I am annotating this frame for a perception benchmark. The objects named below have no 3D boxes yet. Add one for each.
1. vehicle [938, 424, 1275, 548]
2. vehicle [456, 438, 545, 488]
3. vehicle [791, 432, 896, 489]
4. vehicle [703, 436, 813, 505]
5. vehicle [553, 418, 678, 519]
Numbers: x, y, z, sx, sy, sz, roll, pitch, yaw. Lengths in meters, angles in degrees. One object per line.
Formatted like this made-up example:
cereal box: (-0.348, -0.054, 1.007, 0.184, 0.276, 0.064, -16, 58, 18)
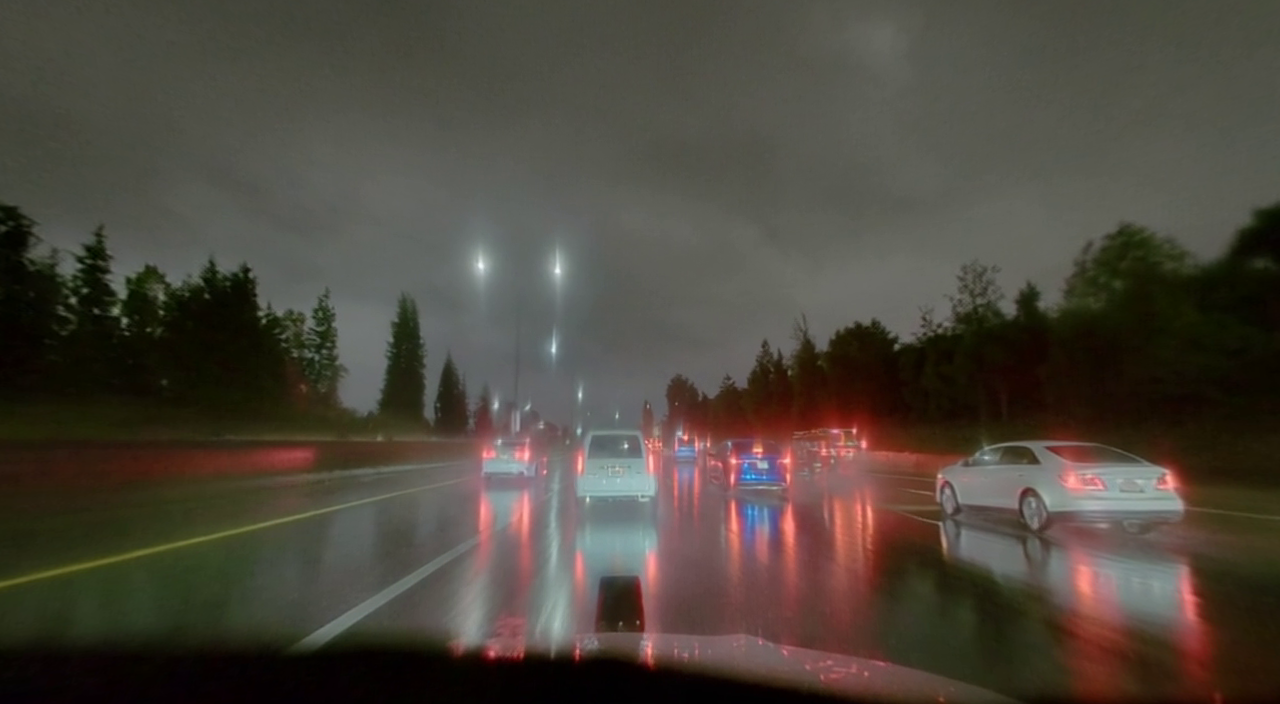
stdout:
vehicle: (7.388, 2.159, 10.837, 2.106, 1.641, 4.671, 1, -9, -2)
vehicle: (-4.721, 3.829, 22.124, 2.071, 1.537, 4.912, 1, -9, -1)
vehicle: (6.845, 3.684, 21.728, 2.022, 1.735, 4.400, 1, -9, -2)
vehicle: (2.885, 3.002, 16.401, 1.975, 1.532, 4.227, 1, -9, -1)
vehicle: (-0.435, 2.334, 13.011, 2.181, 1.728, 3.970, 1, -9, 0)
